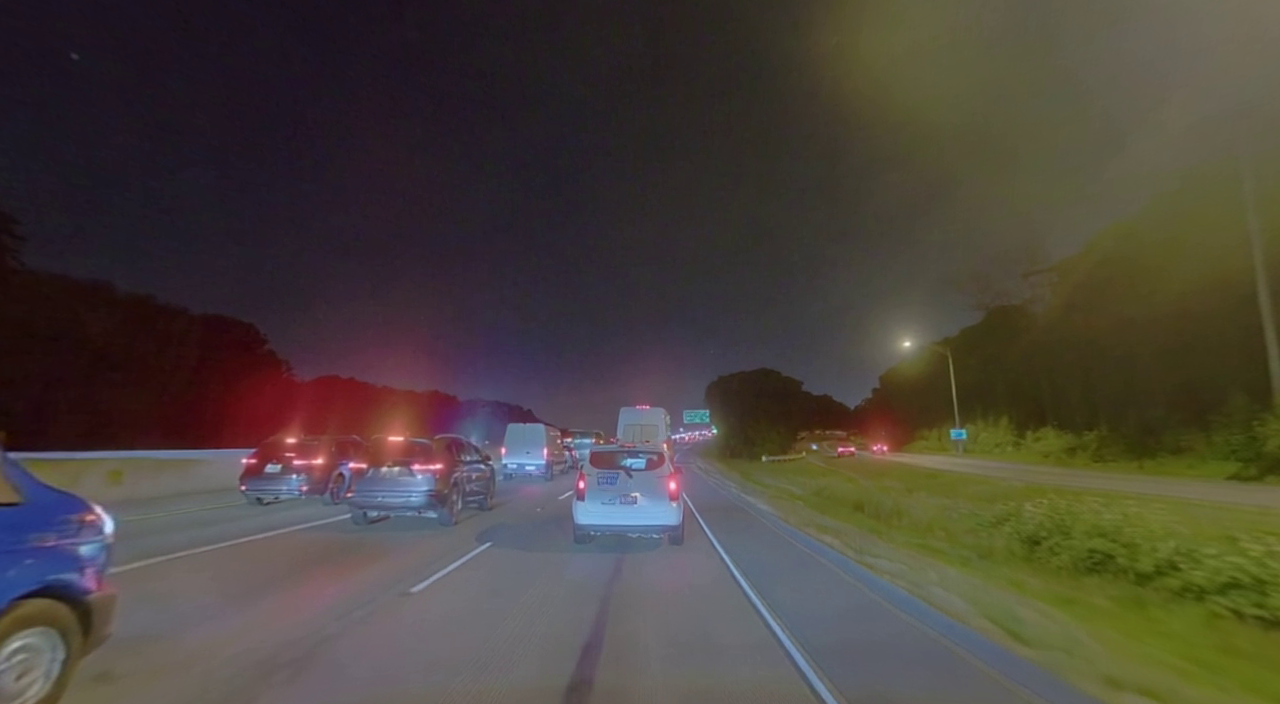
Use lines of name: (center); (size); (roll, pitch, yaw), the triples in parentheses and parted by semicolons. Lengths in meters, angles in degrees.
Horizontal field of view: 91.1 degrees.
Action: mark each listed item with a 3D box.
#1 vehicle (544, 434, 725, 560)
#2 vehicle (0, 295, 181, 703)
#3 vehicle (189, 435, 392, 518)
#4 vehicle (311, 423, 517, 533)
vehicle: (-0.053, 1.951, 9.220); (2.054, 1.421, 4.090); (0, -8, 0)
vehicle: (-3.918, 0.541, 1.465); (2.142, 1.952, 4.556); (0, -8, 1)
vehicle: (-7.272, 2.608, 13.704); (1.851, 1.497, 4.296); (0, -8, 2)
vehicle: (-3.888, 2.243, 11.823); (2.114, 1.657, 4.432); (0, -8, 2)
